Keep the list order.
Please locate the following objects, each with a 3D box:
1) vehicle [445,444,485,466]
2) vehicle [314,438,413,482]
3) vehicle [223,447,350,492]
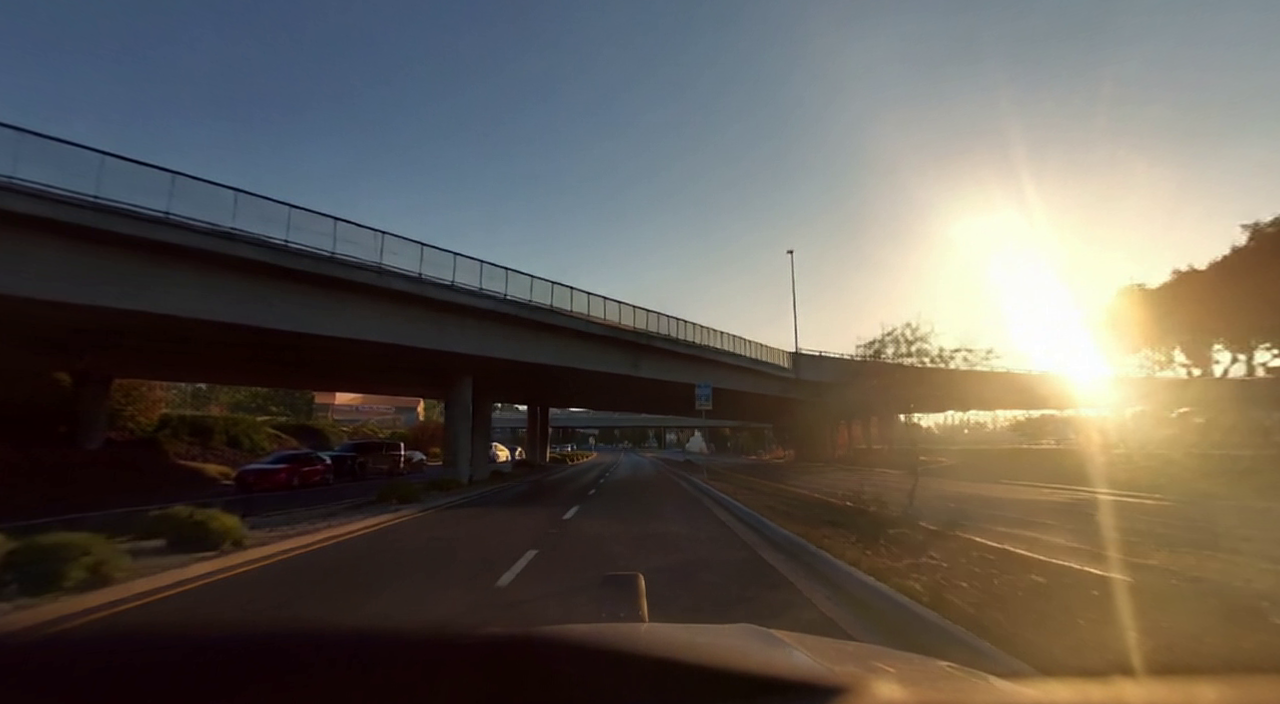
[{"bbox_3d":[-13.348,7.838,48.464,1.907,1.553,4.683,0,-8,-2],"label":"vehicle"},{"bbox_3d":[-13.138,5.136,30.496,2.064,1.809,5.545,2,-8,2],"label":"vehicle"},{"bbox_3d":[-13.489,4.476,24.523,2.156,1.489,4.758,0,-8,0],"label":"vehicle"}]
